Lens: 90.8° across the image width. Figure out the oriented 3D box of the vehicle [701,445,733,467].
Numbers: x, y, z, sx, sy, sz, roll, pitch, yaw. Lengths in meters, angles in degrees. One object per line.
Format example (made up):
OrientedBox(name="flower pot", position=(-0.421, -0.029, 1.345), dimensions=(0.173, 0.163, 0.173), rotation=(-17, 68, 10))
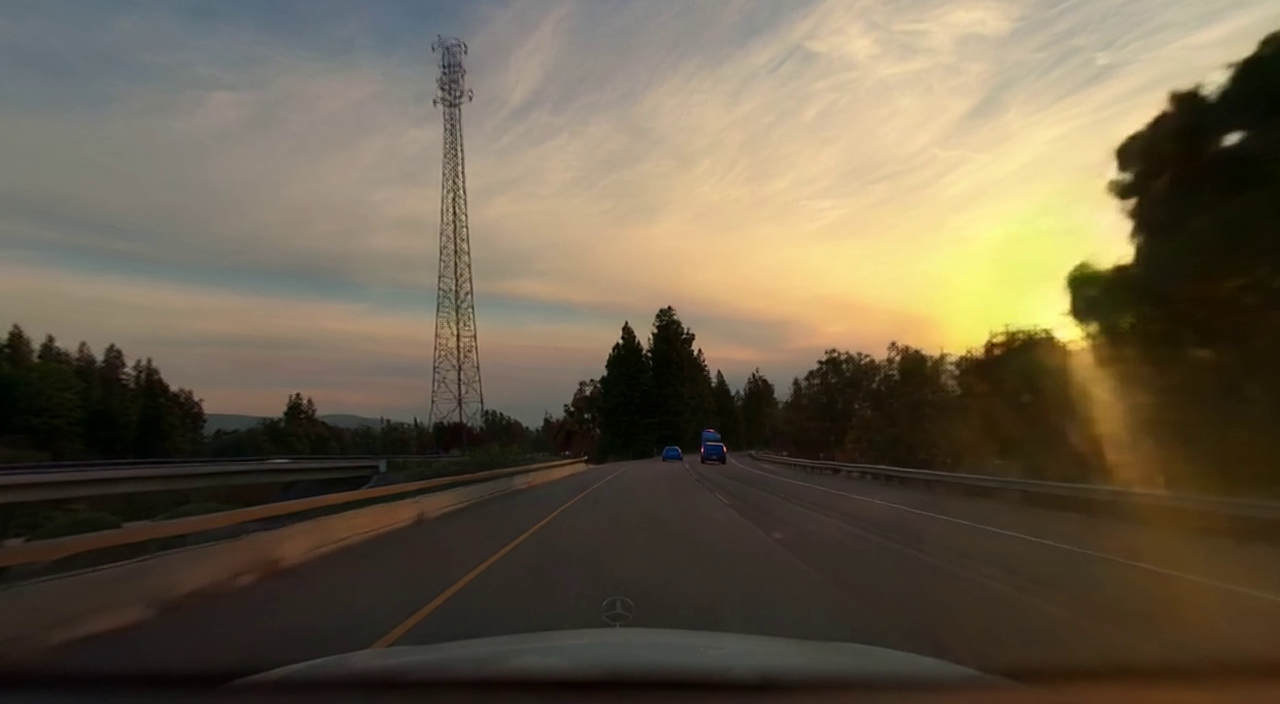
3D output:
OrientedBox(name="vehicle", position=(5.631, 7.623, 46.577), dimensions=(2.030, 1.526, 4.165), rotation=(0, -8, 3))
